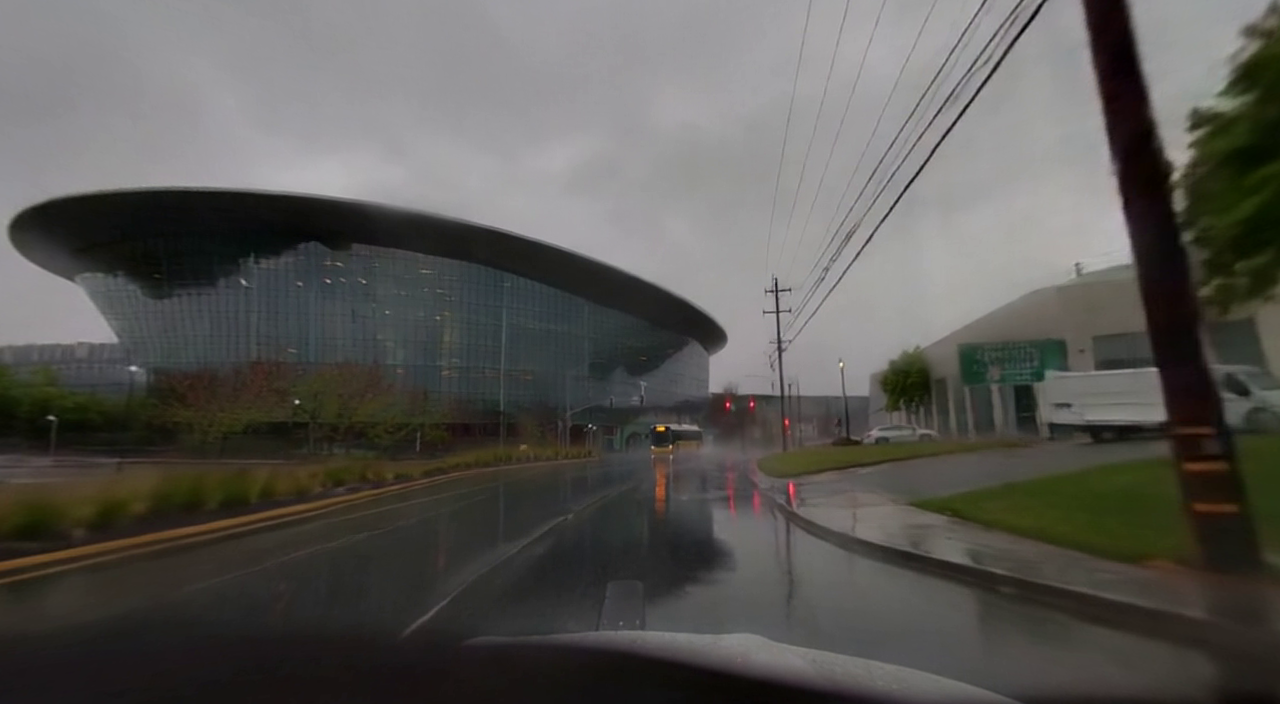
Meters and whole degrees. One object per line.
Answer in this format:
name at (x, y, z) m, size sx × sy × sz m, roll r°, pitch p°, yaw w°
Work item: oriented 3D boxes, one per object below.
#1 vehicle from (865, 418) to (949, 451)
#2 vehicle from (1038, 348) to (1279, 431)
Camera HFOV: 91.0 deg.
vehicle at (17.631, 5.533, 41.855) m, size 4.647 × 1.951 × 2.304 m, roll -3°, pitch -10°, yaw 12°
vehicle at (13.889, 1.028, 16.061) m, size 5.745 × 1.902 × 2.244 m, roll -1°, pitch -8°, yaw 8°
